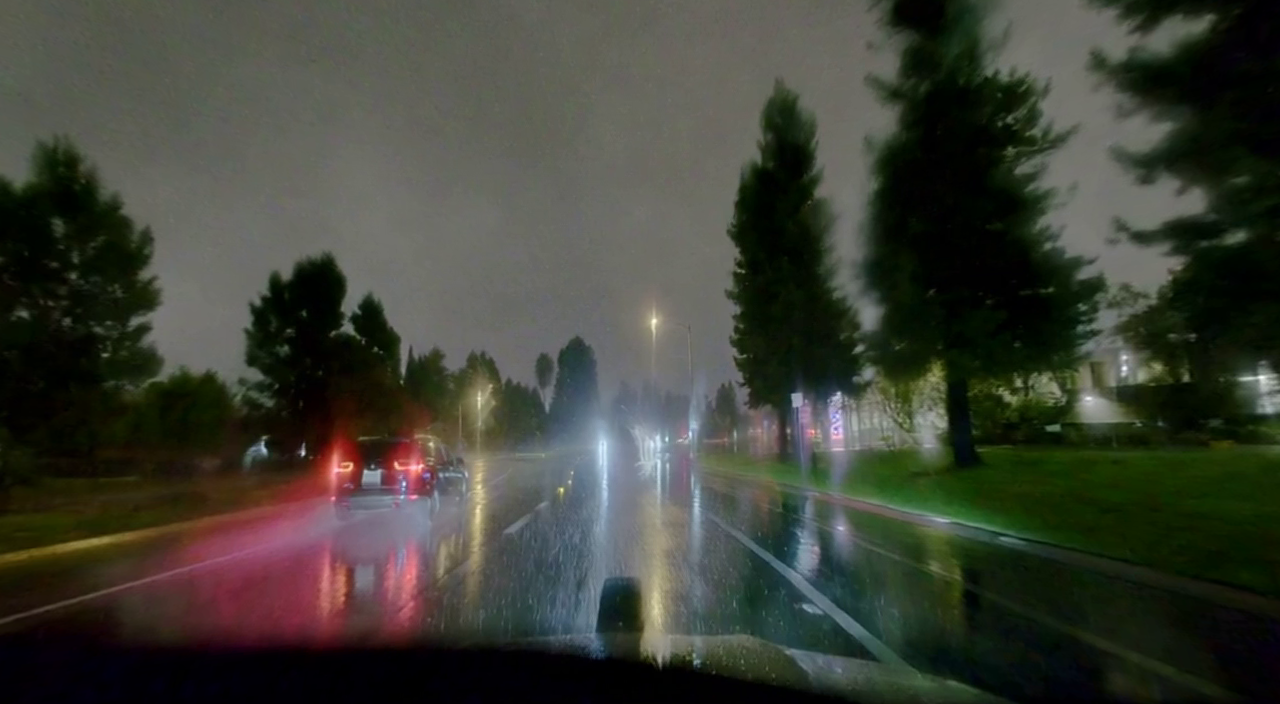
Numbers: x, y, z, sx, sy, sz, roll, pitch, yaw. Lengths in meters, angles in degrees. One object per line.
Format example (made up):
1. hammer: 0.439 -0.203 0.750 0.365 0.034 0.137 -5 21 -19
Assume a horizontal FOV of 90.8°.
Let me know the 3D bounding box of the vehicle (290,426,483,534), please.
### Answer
1. vehicle: -4.652 2.407 12.480 2.121 1.724 4.392 0 -9 -2
